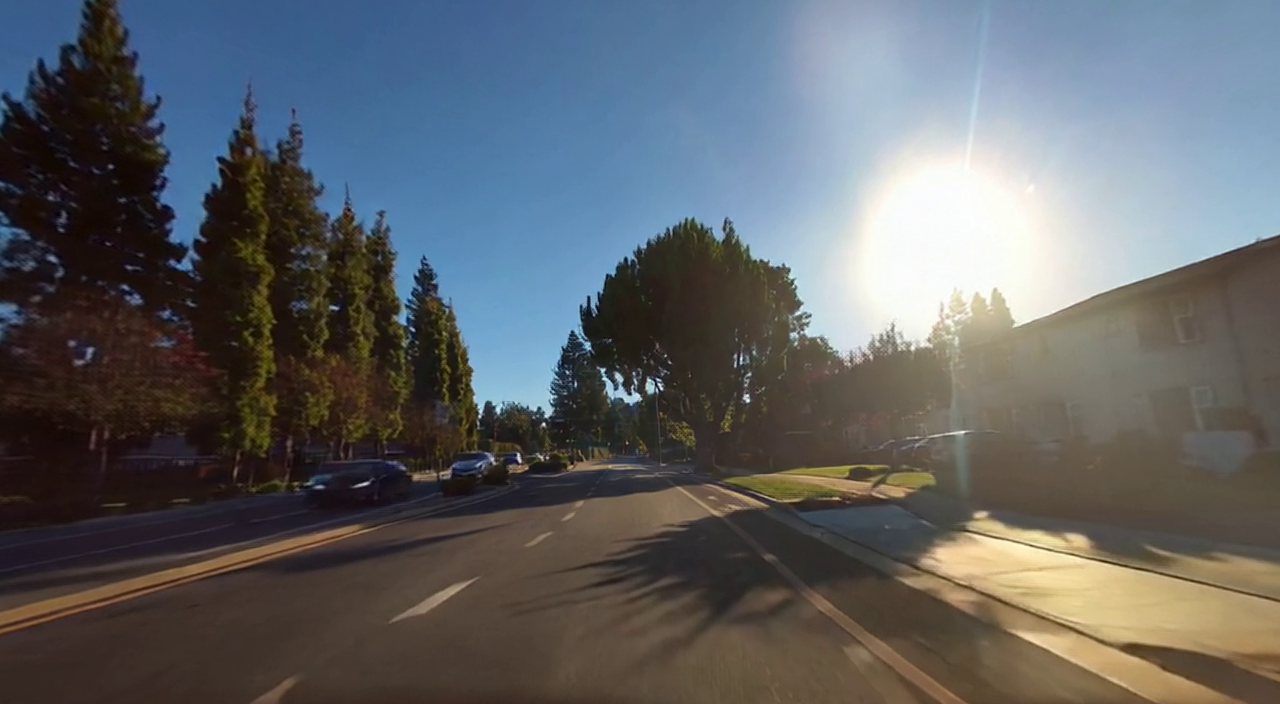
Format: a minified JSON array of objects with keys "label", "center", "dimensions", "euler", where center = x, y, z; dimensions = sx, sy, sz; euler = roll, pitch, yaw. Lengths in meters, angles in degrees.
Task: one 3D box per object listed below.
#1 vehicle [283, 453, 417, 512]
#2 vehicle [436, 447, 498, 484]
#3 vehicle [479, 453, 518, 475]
[{"label":"vehicle","center":[-8.562,3.866,19.123],"dimensions":[2.050,1.486,4.512],"euler":[0,-8,-2]},{"label":"vehicle","center":[-9.267,6.078,34.135],"dimensions":[2.057,1.805,4.933],"euler":[0,-8,-1]},{"label":"vehicle","center":[-10.830,8.570,48.475],"dimensions":[1.925,1.503,4.411],"euler":[0,-8,1]}]
